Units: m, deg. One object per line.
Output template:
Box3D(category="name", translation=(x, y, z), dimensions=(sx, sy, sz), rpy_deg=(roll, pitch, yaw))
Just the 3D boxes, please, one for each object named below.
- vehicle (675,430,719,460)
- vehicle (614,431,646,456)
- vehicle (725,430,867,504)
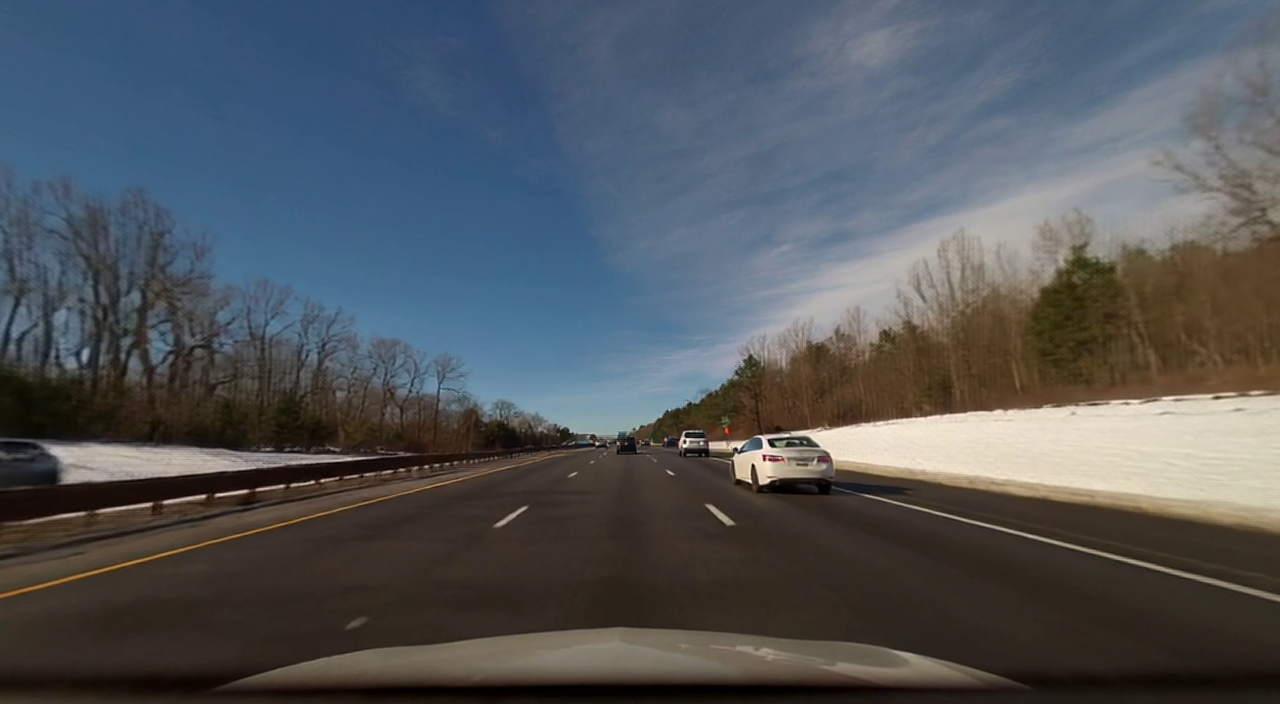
Box3D(category="vehicle", translation=(3.344, 5.557, 37.629), dimensions=(2.098, 1.677, 4.275), rpy_deg=(0, -8, -2))
Box3D(category="vehicle", translation=(-0.764, 6.694, 46.141), dimensions=(2.182, 1.680, 4.253), rpy_deg=(0, -8, -2))
Box3D(category="vehicle", translation=(3.496, 2.652, 15.159), dimensions=(2.056, 1.479, 4.660), rpy_deg=(0, -8, -2))
